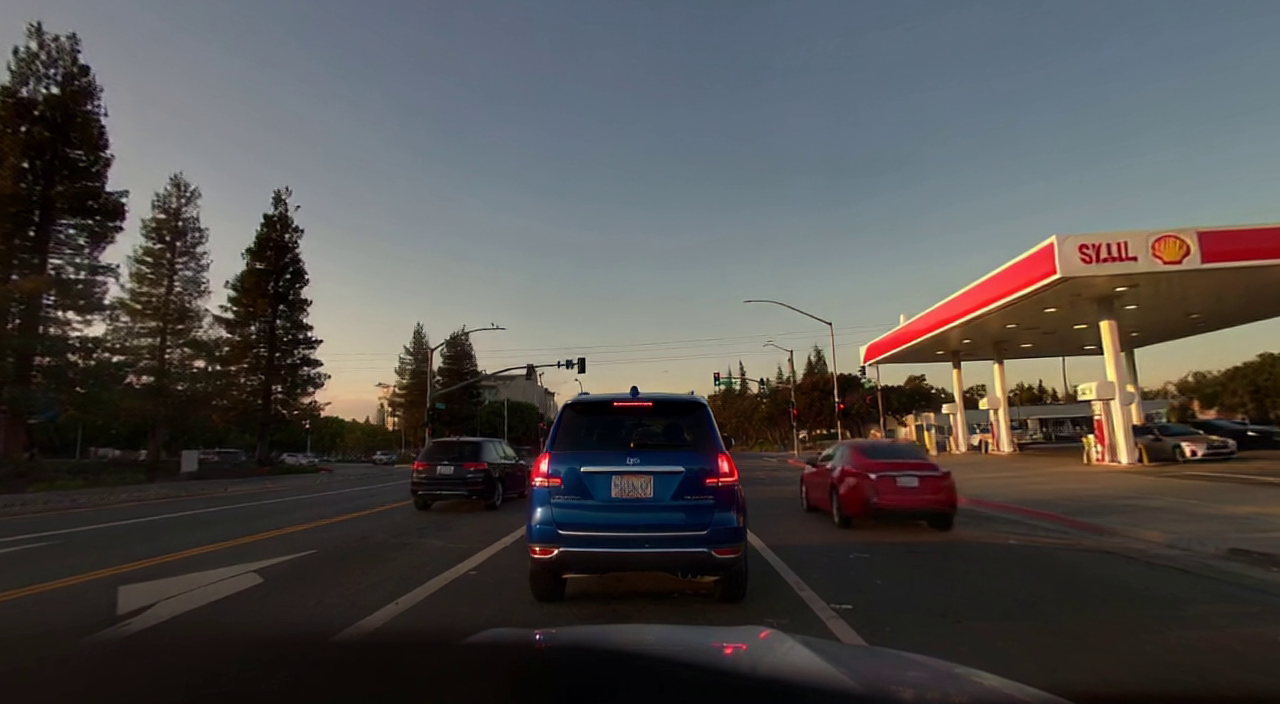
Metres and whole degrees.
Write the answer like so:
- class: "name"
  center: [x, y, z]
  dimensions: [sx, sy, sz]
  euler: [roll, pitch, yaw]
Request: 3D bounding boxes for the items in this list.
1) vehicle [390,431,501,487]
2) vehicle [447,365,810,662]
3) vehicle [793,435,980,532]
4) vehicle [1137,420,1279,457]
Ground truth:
- class: "vehicle"
  center: [-6.647, 3.712, 22.169]
  dimensions: [2.065, 1.753, 4.525]
  euler: [-1, -9, 6]
- class: "vehicle"
  center: [0.007, 1.317, 6.131]
  dimensions: [2.236, 1.819, 4.291]
  euler: [-1, -9, 2]
- class: "vehicle"
  center: [4.416, 2.403, 12.175]
  dimensions: [2.041, 1.490, 4.471]
  euler: [-1, -9, 4]
- class: "vehicle"
  center: [25.930, 3.969, 28.783]
  dimensions: [4.551, 1.616, 1.973]
  euler: [-2, -9, 11]
